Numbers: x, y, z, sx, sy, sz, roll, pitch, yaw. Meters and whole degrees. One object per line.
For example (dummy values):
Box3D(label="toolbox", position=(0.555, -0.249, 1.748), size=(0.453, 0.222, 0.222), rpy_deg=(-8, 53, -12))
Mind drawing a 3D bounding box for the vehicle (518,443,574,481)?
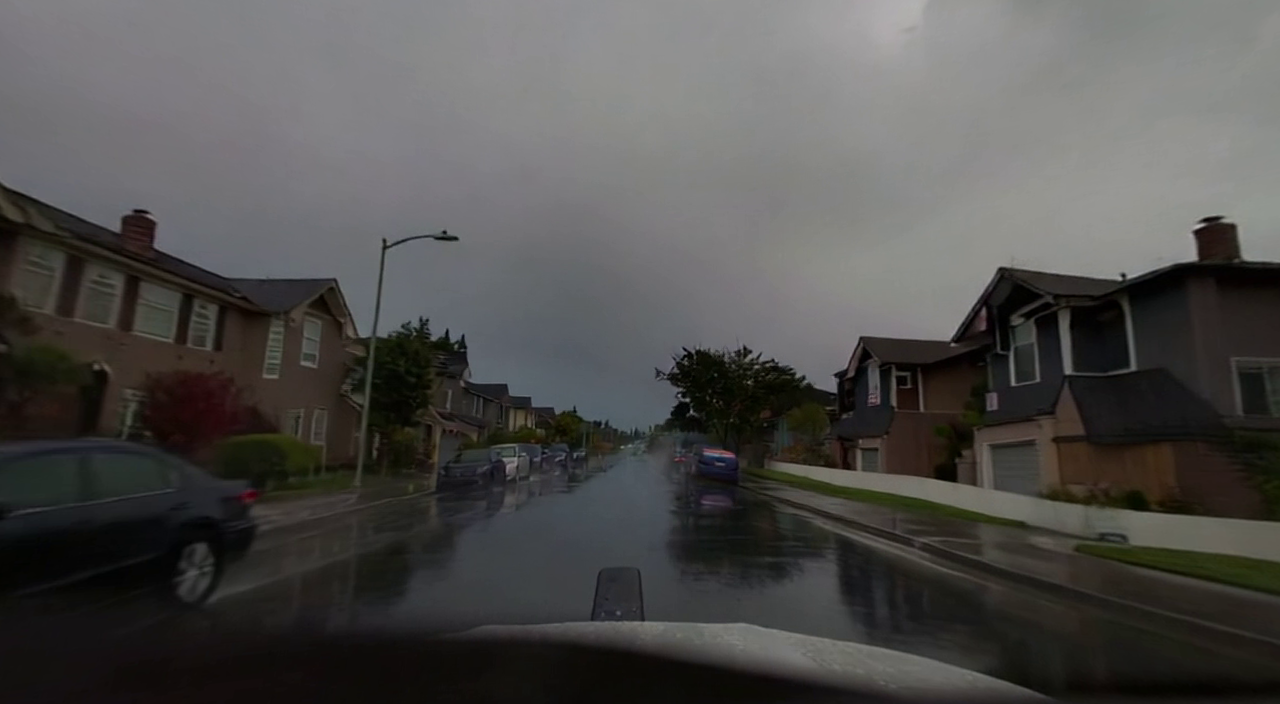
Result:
Box3D(label="vehicle", position=(-4.410, 5.204, 30.239), size=(2.089, 1.508, 4.537), rpy_deg=(2, -7, -1))

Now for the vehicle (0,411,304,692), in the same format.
Box3D(label="vehicle", position=(-4.433, 1.139, 3.930), size=(2.080, 1.471, 4.638), rpy_deg=(1, -9, 0))

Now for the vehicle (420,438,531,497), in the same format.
Box3D(label="vehicle", position=(-4.601, 3.301, 18.503), size=(2.020, 1.470, 5.300), rpy_deg=(0, -8, -2))

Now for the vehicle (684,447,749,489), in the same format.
Box3D(label="vehicle", position=(2.927, 4.541, 25.025), size=(1.888, 1.484, 4.476), rpy_deg=(0, -8, -1))
